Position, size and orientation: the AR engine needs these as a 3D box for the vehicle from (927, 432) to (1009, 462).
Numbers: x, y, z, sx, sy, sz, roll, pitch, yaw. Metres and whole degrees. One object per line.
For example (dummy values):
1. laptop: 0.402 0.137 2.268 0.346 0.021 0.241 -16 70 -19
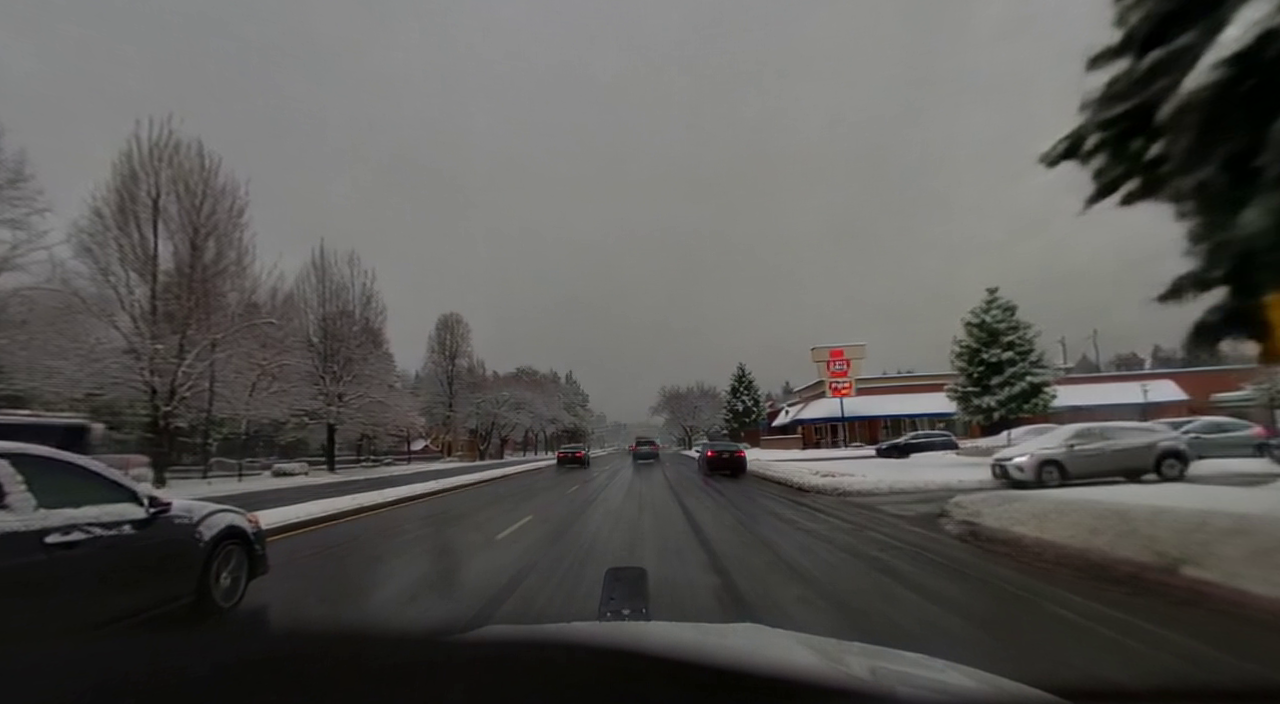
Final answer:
1. vehicle: 16.516 4.832 32.002 1.891 1.440 4.045 0 -9 -1

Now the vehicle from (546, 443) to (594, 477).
1. vehicle: -3.625 5.699 33.523 2.026 1.665 4.193 0 -9 1

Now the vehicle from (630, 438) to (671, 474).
1. vehicle: 0.526 5.813 35.482 2.193 1.873 4.033 0 -9 0

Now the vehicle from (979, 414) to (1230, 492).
1. vehicle: 11.537 2.573 16.212 4.808 1.712 2.061 -5 -10 29

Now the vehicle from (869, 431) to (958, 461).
1. vehicle: 16.951 5.878 39.370 1.945 1.690 4.833 2 -9 -27

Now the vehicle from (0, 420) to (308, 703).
1. vehicle: -4.030 1.147 3.519 1.908 1.481 4.351 0 -9 1

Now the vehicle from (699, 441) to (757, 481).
1. vehicle: 3.735 4.668 27.292 1.922 1.579 3.642 0 -9 -1
